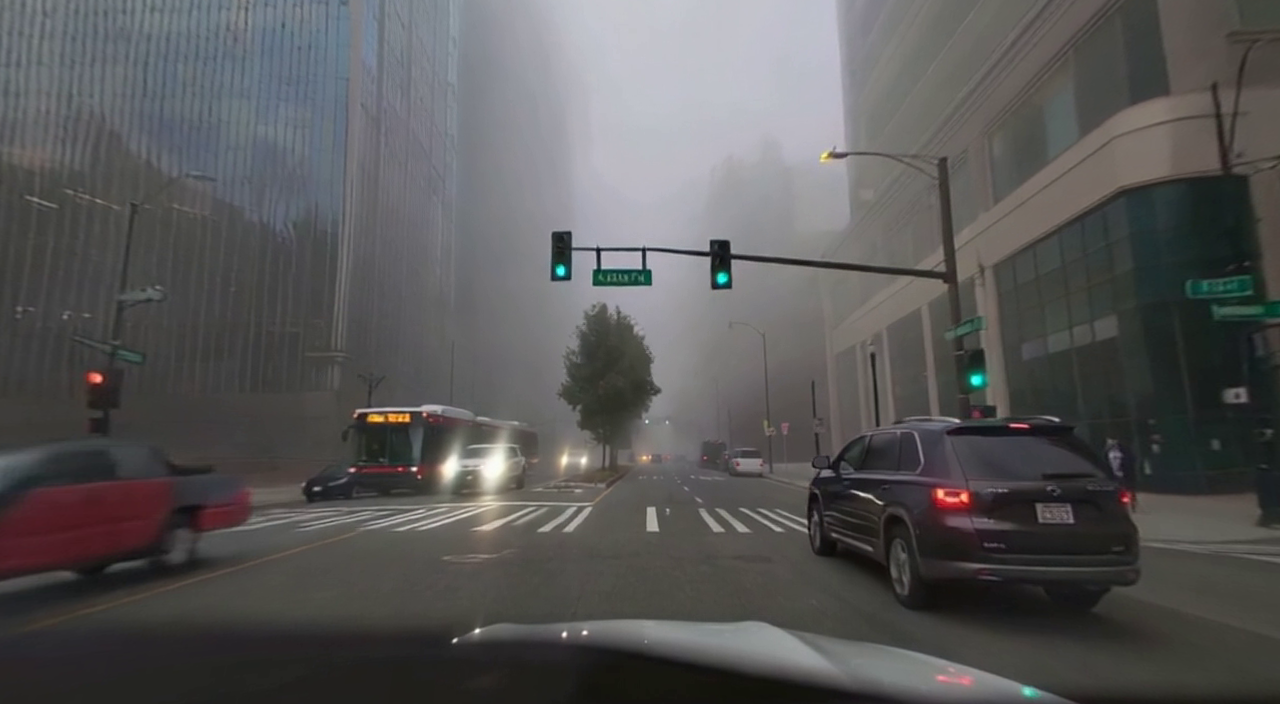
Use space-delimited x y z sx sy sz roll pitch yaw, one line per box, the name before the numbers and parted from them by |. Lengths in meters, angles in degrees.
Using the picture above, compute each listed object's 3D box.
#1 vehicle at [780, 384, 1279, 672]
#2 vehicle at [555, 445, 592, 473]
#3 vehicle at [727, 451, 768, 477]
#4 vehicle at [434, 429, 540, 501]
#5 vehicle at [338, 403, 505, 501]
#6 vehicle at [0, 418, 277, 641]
vehicle | 3.239 1.548 6.865 2.118 1.848 5.426 0 -9 -1
vehicle | -4.677 7.613 45.014 2.030 1.881 4.994 0 -9 1
vehicle | 7.071 7.439 42.000 1.962 1.617 4.325 0 -9 0
vehicle | -5.152 3.904 22.161 2.304 2.208 5.200 0 -9 1
vehicle | -8.734 4.260 27.198 3.318 3.359 10.406 0 -9 1
vehicle | -5.660 1.489 5.883 1.997 1.610 4.144 0 -9 1
